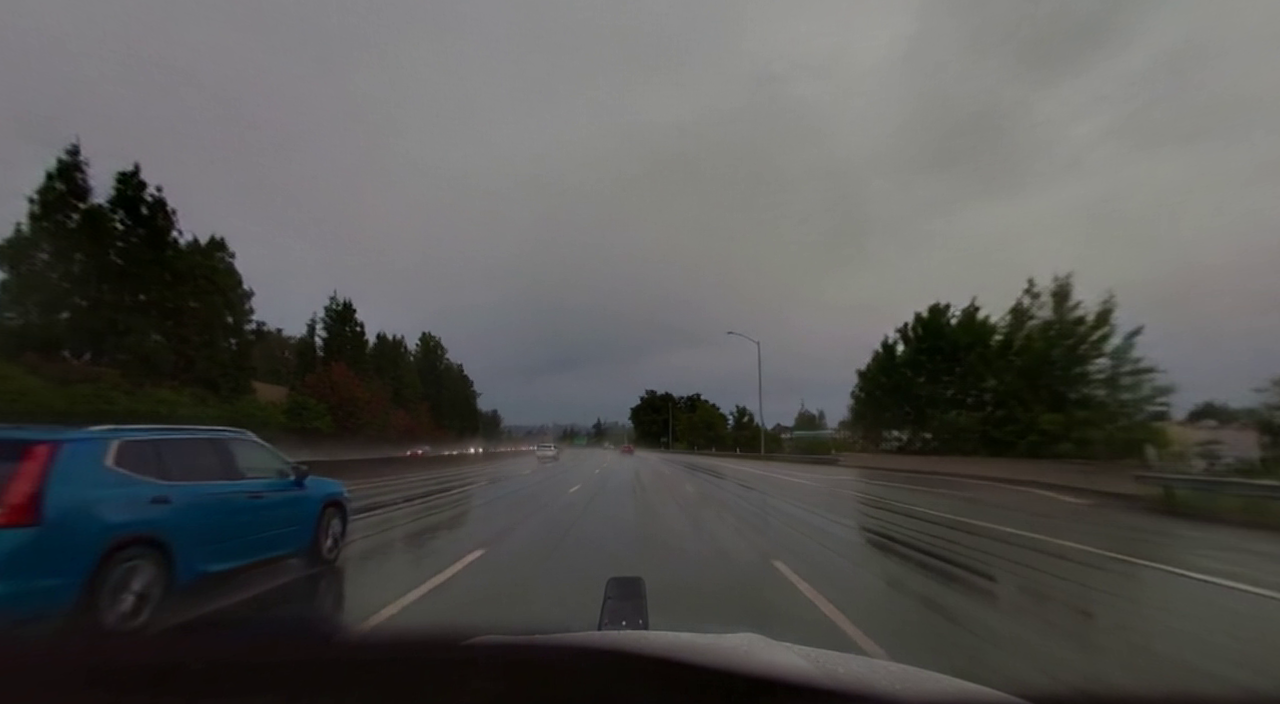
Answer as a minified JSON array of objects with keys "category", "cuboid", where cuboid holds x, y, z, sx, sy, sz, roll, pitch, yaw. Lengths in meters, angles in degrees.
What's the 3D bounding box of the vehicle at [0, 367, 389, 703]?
[{"category":"vehicle","cuboid":[-4.105,1.256,5.195,2.162,1.724,4.537,0,-8,0]}]
